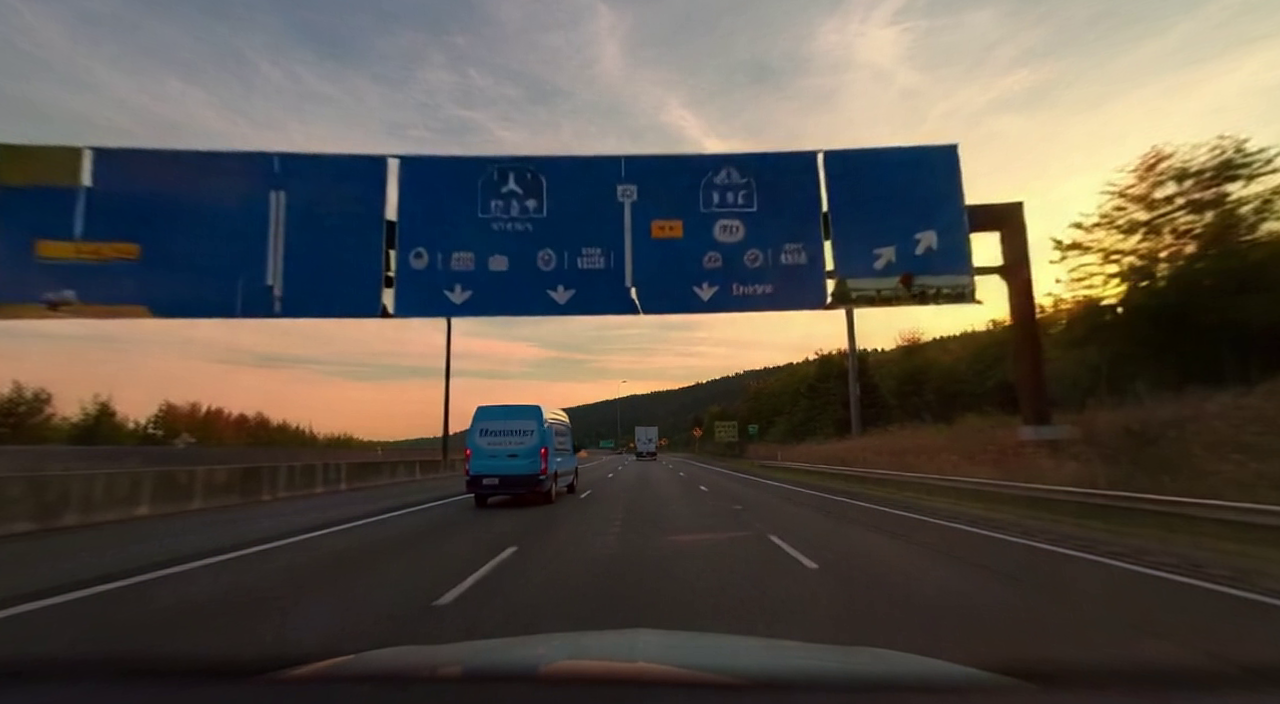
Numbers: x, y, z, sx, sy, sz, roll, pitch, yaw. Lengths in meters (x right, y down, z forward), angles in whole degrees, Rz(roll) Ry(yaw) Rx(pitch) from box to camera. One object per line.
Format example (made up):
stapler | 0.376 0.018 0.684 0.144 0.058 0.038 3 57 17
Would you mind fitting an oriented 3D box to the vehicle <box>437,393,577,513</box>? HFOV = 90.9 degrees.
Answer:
vehicle | -3.293 2.755 17.523 2.320 2.636 7.021 0 -9 0
